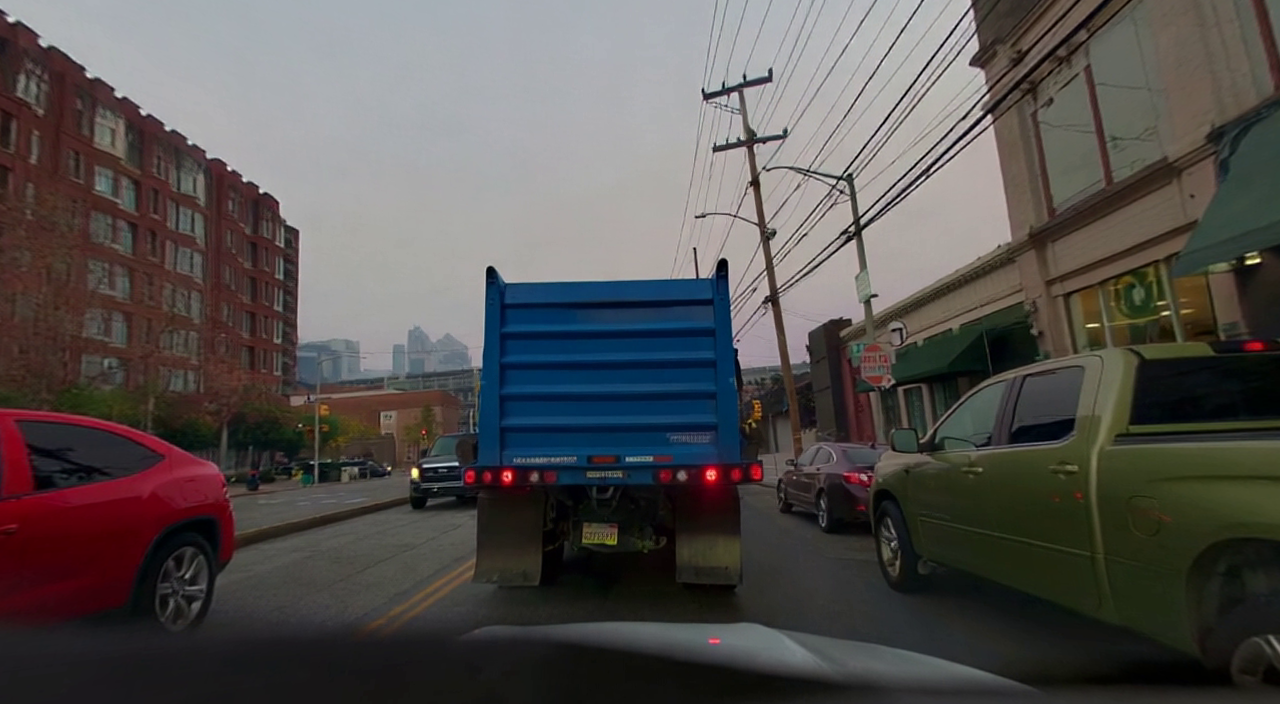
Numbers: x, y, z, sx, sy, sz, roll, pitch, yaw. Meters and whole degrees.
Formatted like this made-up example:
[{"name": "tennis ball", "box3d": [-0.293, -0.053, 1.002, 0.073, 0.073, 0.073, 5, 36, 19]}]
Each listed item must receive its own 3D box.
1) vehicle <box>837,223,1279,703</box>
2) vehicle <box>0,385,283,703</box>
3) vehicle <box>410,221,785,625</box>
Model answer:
[{"name": "vehicle", "box3d": [3.233, 0.846, 3.882, 2.242, 1.979, 5.722, 0, -8, 1]}, {"name": "vehicle", "box3d": [-4.116, 1.014, 3.165, 1.988, 1.657, 4.492, 0, -8, 0]}, {"name": "vehicle", "box3d": [-0.232, 1.104, 9.147, 2.878, 3.204, 8.244, 0, -8, 1]}]
